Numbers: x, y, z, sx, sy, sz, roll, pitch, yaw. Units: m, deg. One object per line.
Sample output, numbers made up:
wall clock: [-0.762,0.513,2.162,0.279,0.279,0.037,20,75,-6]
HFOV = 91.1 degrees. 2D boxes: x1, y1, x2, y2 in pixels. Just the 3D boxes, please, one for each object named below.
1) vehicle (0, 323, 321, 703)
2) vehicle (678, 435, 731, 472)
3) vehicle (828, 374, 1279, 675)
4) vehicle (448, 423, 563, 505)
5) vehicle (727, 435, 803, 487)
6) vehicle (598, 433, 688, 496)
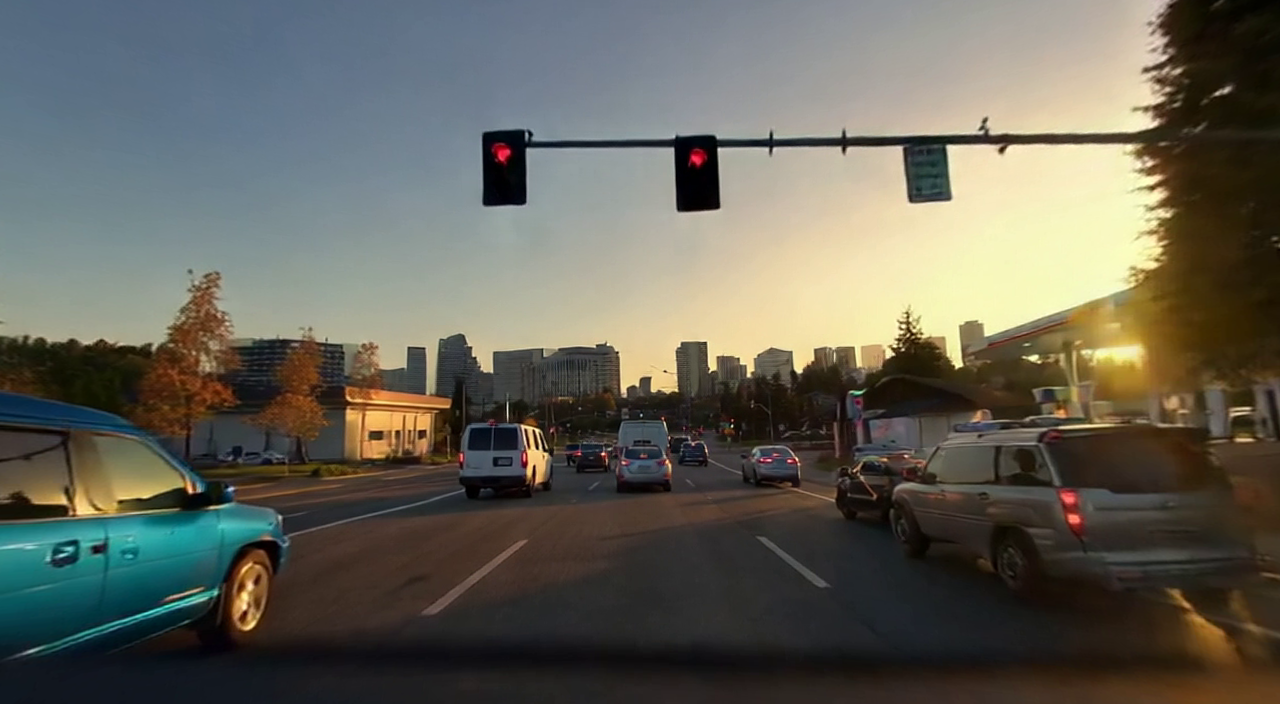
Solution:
vehicle: [-3.494,0.728,2.143,2.002,1.747,5.173,0,-8,1]
vehicle: [3.279,5.302,32.978,2.193,1.795,5.130,0,-8,0]
vehicle: [3.671,1.379,6.229,2.055,1.786,4.817,0,-8,-1]
vehicle: [-3.508,3.032,17.477,2.025,1.936,4.995,0,-8,1]
vehicle: [4.505,3.998,23.371,2.119,1.696,4.623,0,-8,3]
vehicle: [0.067,3.478,19.928,2.426,1.703,5.602,0,-8,0]
